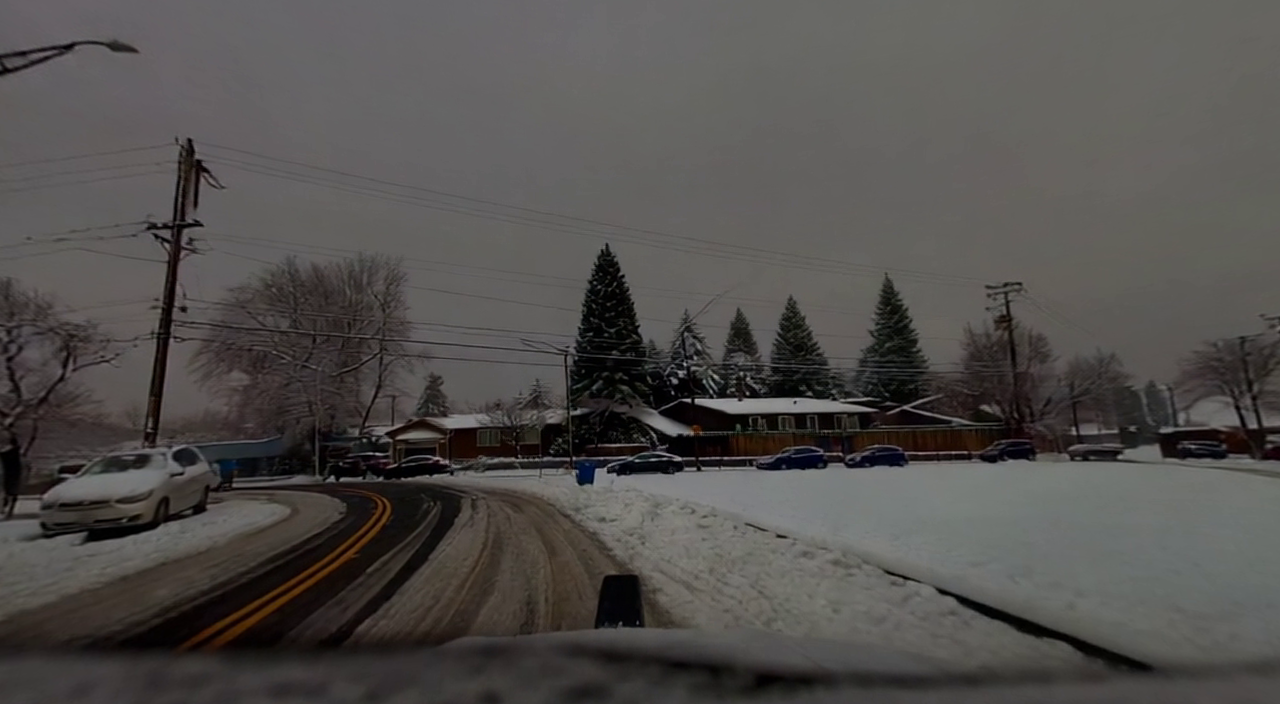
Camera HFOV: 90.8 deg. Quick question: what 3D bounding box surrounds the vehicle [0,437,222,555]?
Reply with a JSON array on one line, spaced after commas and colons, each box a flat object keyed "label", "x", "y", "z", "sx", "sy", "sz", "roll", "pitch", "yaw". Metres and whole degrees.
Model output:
[{"label": "vehicle", "x": -10.577, "y": 2.748, "z": 13.088, "sx": 2.059, "sy": 1.732, "sz": 4.527, "roll": 1, "pitch": -5, "yaw": -19}]

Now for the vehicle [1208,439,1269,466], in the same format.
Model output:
[{"label": "vehicle", "x": 40.837, "y": 6.826, "z": 43.193, "sx": 1.912, "sy": 1.455, "sz": 4.268, "roll": -4, "pitch": -5, "yaw": 28}]

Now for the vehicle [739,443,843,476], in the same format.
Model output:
[{"label": "vehicle", "x": 7.937, "y": 5.643, "z": 33.411, "sx": 4.952, "sy": 1.472, "sz": 1.837, "roll": 0, "pitch": -5, "yaw": -7}]

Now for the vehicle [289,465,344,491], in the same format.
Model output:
[{"label": "vehicle", "x": -23.349, "y": 9.026, "z": 45.528, "sx": 4.075, "sy": 1.482, "sz": 1.789, "roll": -5, "pitch": -6, "yaw": 35}]

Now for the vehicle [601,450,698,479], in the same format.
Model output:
[{"label": "vehicle", "x": 0.543, "y": 5.966, "z": 33.628, "sx": 4.966, "sy": 1.377, "sz": 1.739, "roll": -1, "pitch": -6, "yaw": 7}]

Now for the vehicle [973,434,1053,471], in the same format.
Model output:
[{"label": "vehicle", "x": 23.175, "y": 6.140, "z": 39.207, "sx": 4.994, "sy": 1.898, "sz": 2.267, "roll": 2, "pitch": -6, "yaw": -35}]

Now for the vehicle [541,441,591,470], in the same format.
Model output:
[{"label": "vehicle", "x": -5.317, "y": 7.496, "z": 46.076, "sx": 2.164, "sy": 1.764, "sz": 4.492, "roll": -3, "pitch": -6, "yaw": 14}]

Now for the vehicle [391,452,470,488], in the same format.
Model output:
[{"label": "vehicle", "x": -12.482, "y": 6.962, "z": 37.593, "sx": 4.586, "sy": 1.784, "sz": 1.890, "roll": -4, "pitch": -6, "yaw": 31}]

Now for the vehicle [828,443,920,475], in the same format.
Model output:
[{"label": "vehicle", "x": 12.785, "y": 5.809, "z": 34.511, "sx": 4.461, "sy": 1.417, "sz": 1.781, "roll": 1, "pitch": -5, "yaw": -15}]

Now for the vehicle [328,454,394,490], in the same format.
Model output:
[{"label": "vehicle", "x": -18.599, "y": 7.909, "z": 41.988, "sx": 4.844, "sy": 1.974, "sz": 2.092, "roll": -6, "pitch": -7, "yaw": 40}]
